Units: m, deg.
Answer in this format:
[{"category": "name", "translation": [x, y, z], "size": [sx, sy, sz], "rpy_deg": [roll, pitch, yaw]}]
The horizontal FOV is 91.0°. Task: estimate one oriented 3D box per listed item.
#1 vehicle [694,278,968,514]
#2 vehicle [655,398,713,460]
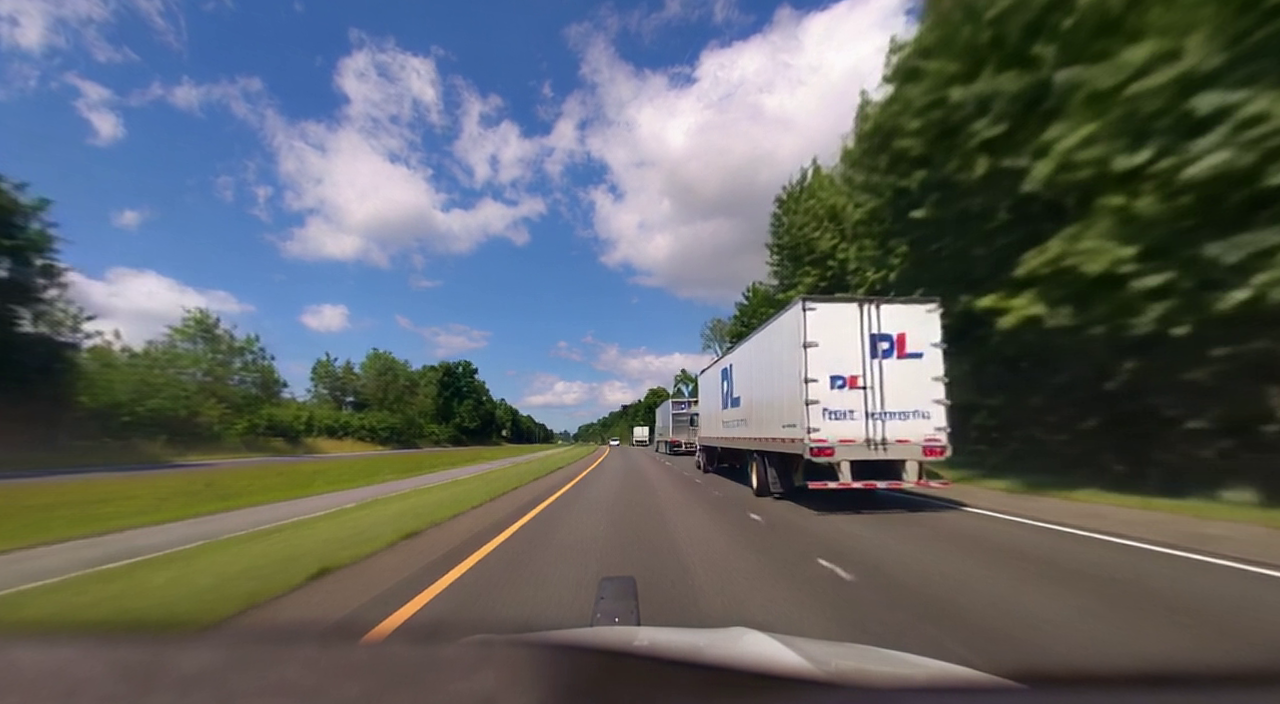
[{"category": "vehicle", "translation": [3.853, 1.722, 18.056], "size": [2.863, 4.031, 14.678], "rpy_deg": [0, -8, -2]}, {"category": "vehicle", "translation": [3.100, 6.184, 48.971], "size": [2.871, 4.072, 14.183], "rpy_deg": [1, -8, -3]}]
